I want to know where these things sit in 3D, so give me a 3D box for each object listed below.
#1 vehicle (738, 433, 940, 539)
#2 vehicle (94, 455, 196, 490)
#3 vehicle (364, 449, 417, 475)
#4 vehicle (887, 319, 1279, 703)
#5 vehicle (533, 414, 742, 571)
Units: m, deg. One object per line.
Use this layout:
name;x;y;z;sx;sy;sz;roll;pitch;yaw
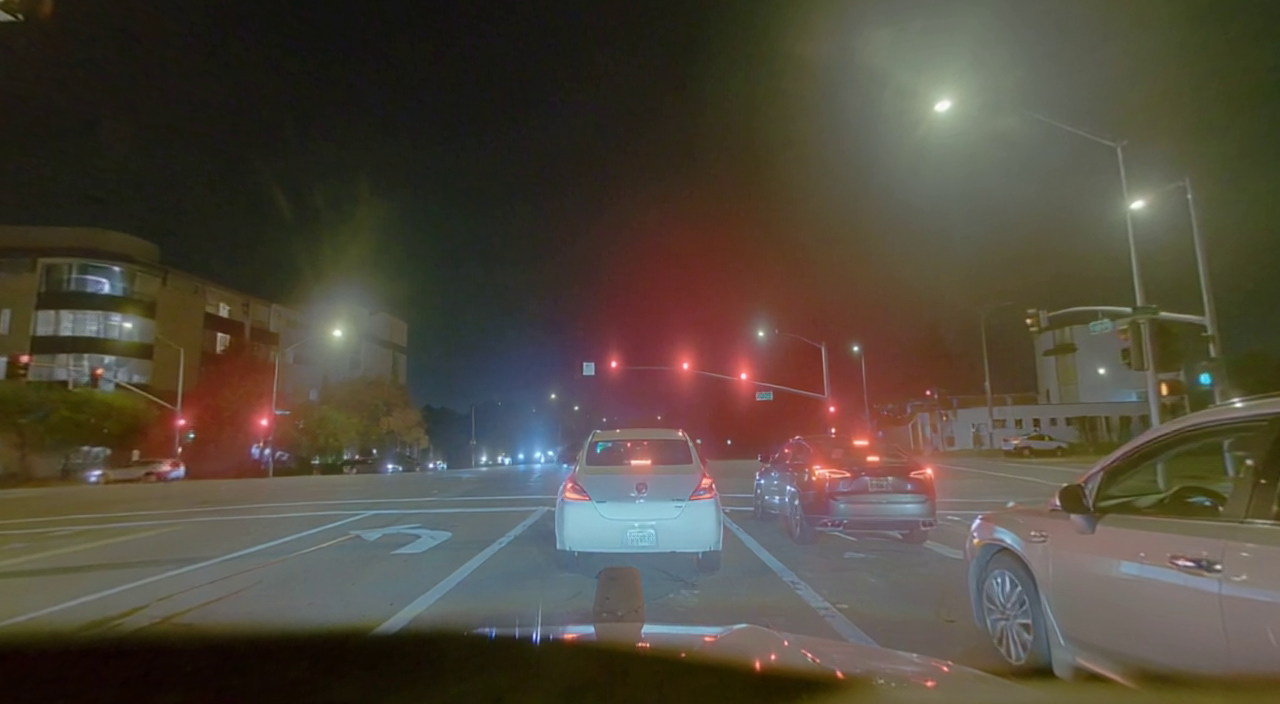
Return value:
vehicle;3.154;2.218;11.145;2.001;1.463;4.398;0;-8;-2
vehicle;-28.240;6.865;36.110;4.448;1.837;2.021;-2;-9;11
vehicle;-18.730;8.259;47.688;2.026;1.836;4.726;0;-8;0
vehicle;3.001;0.868;2.663;2.103;1.701;4.294;0;-8;-1
vehicle;-0.072;1.779;8.740;2.188;1.637;4.027;0;-8;-1
